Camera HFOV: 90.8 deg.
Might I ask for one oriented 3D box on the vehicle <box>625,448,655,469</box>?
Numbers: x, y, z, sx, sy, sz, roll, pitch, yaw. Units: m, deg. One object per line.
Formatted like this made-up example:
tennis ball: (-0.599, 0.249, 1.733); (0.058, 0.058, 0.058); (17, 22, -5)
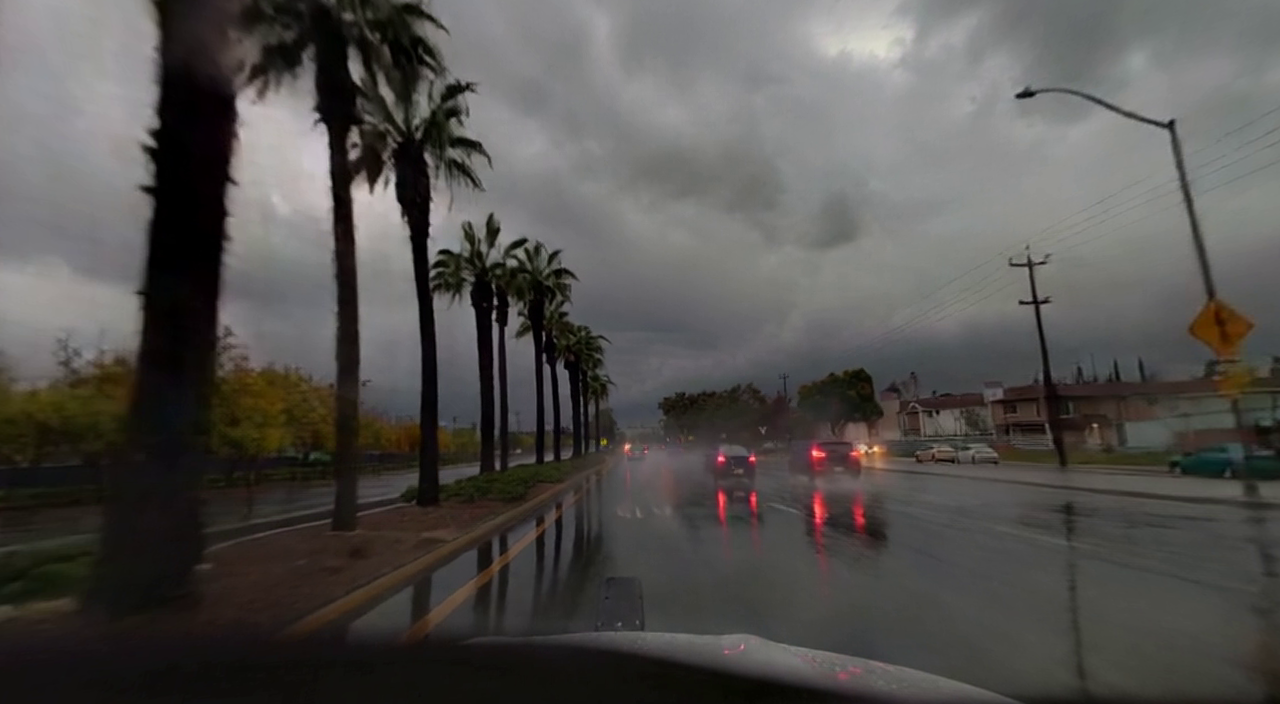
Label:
vehicle: (-0.060, 7.593, 45.259); (2.031, 1.444, 4.361); (0, -8, -1)

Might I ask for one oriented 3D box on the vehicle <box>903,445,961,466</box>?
vehicle: (20.961, 7.440, 45.535); (1.844, 1.464, 4.546); (0, -9, -2)

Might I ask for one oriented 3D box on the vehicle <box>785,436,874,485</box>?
vehicle: (7.023, 4.059, 23.918); (1.916, 1.646, 4.258); (0, -9, -1)

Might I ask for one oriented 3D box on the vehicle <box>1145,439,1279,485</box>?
vehicle: (21.144, 3.916, 22.811); (1.943, 1.467, 4.706); (0, -8, 0)

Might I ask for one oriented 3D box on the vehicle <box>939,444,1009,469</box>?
vehicle: (20.976, 6.576, 39.883); (1.852, 1.448, 4.601); (0, -8, -1)

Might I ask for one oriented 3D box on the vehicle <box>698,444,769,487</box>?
vehicle: (3.444, 4.269, 24.091); (1.875, 1.452, 4.453); (0, -9, -2)
